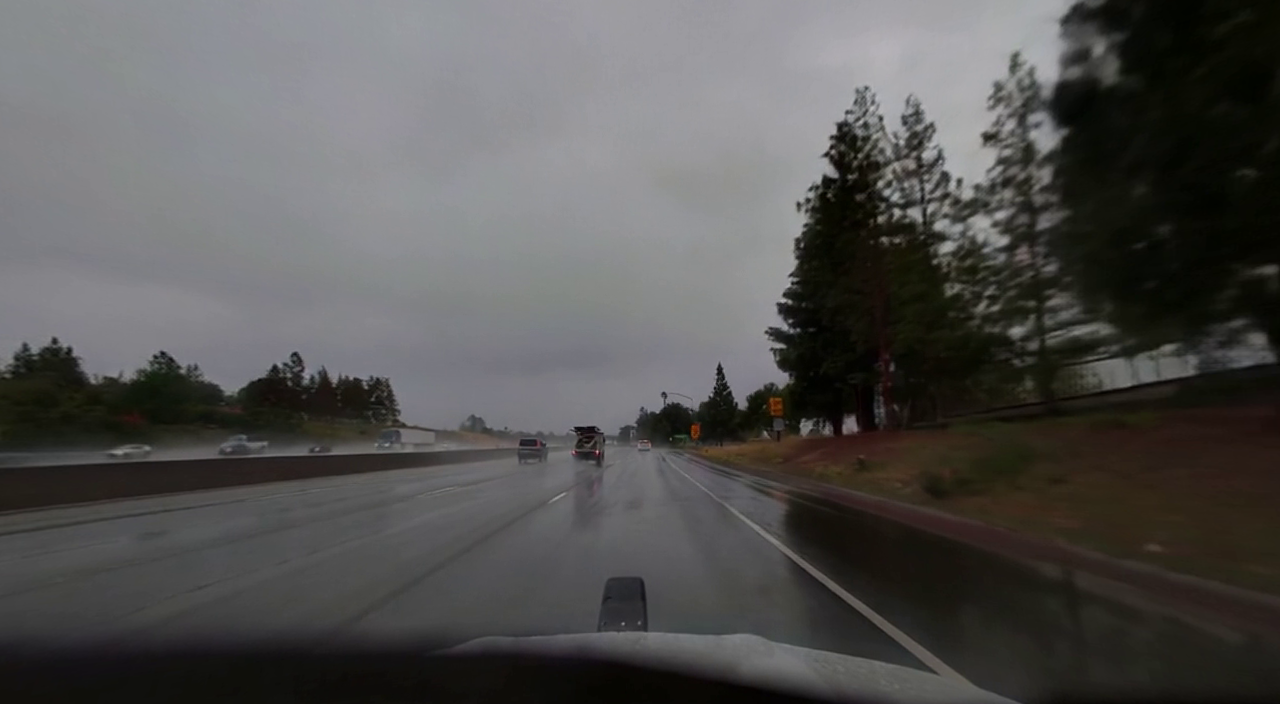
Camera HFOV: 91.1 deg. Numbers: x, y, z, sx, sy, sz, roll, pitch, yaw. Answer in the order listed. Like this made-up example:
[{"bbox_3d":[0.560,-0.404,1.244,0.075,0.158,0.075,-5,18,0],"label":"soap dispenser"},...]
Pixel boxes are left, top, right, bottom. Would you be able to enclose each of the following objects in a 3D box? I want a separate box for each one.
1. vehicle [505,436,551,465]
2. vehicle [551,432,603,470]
[{"bbox_3d":[-7.301,6.466,41.347,2.078,1.729,4.722,0,-8,1],"label":"vehicle"},{"bbox_3d":[-3.092,4.936,31.467,2.194,1.766,3.720,0,-8,0],"label":"vehicle"}]
